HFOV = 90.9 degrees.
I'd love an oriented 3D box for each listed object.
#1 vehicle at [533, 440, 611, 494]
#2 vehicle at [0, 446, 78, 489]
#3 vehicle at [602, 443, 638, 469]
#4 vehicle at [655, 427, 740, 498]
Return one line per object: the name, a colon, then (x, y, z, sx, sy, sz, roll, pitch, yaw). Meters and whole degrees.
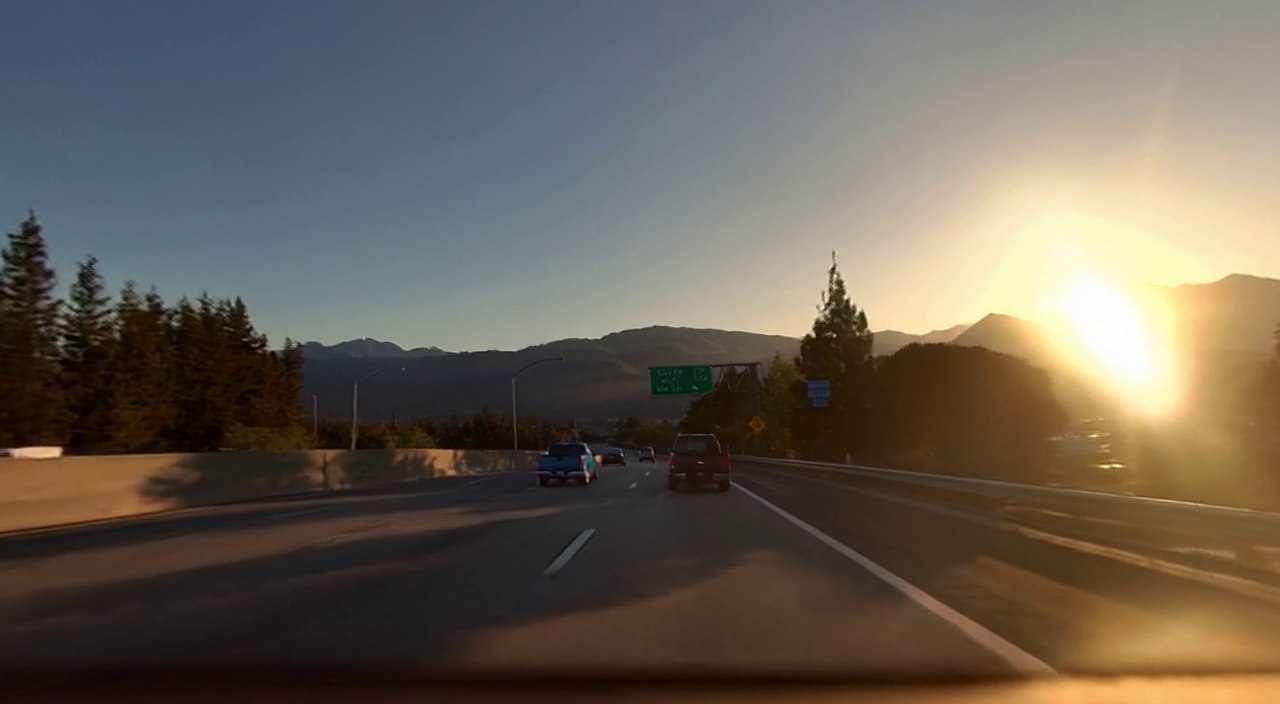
vehicle: (-2.163, 3.790, 21.165, 1.959, 1.604, 4.065, -1, -9, 3)
vehicle: (-38.333, 6.905, 37.971, 2.443, 2.489, 6.703, -1, -9, 4)
vehicle: (-1.370, 7.250, 44.098, 2.106, 1.651, 4.040, -1, -9, 4)
vehicle: (1.624, 3.333, 19.362, 2.229, 1.837, 5.387, -1, -9, 2)
